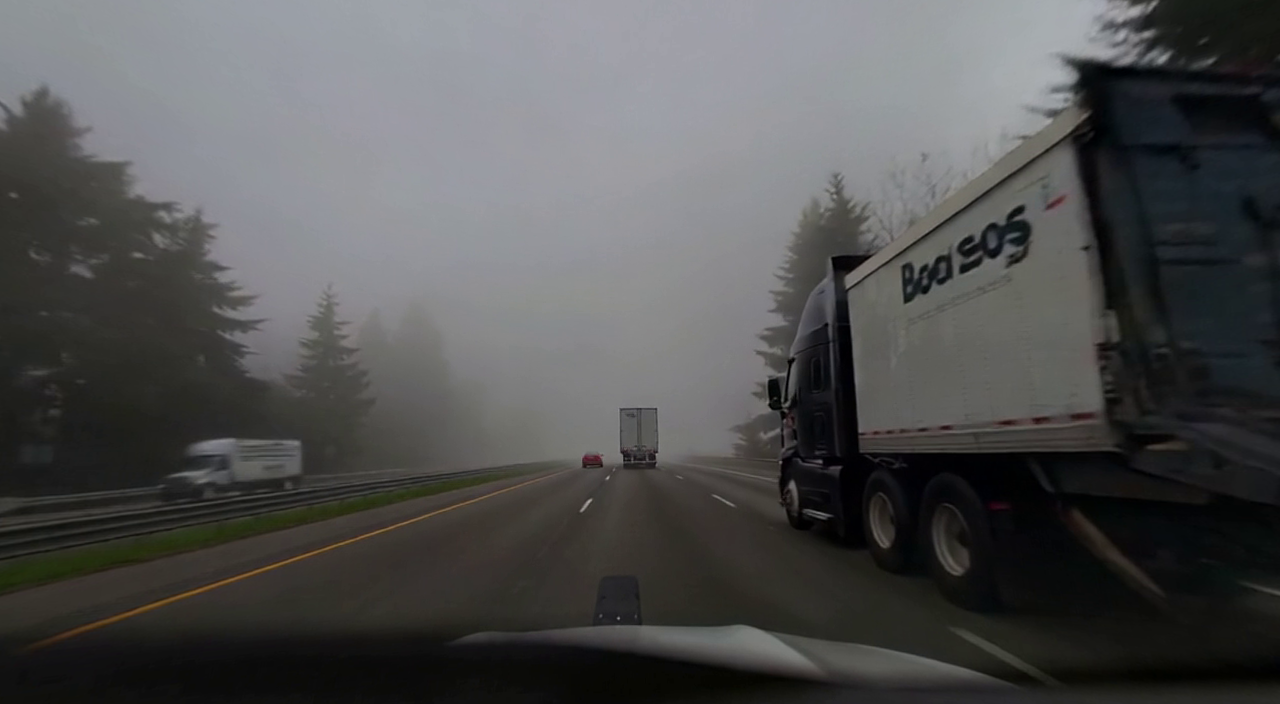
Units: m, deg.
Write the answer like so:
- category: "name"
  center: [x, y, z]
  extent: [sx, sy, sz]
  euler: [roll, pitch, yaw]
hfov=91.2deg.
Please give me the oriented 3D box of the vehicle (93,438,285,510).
- category: "vehicle"
  center: [-16.930, 4.581, 24.224]
  extent: [2.502, 2.373, 6.551]
  euler: [0, -9, 0]
